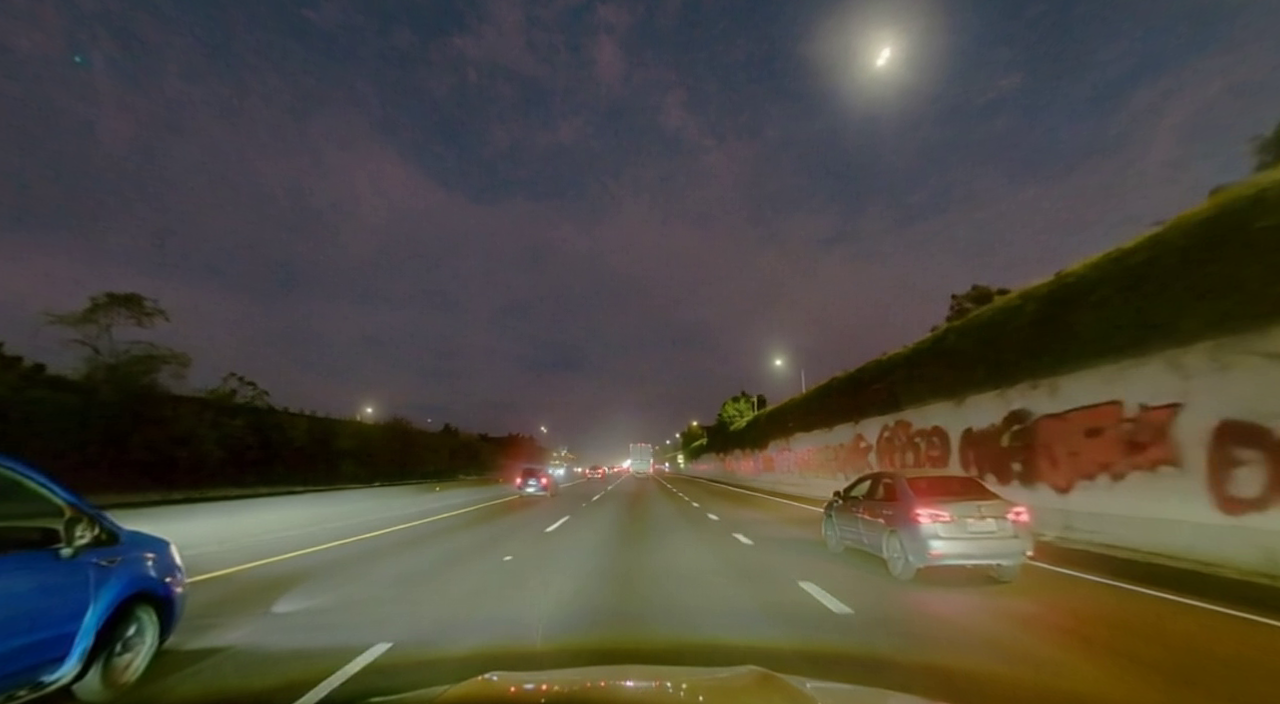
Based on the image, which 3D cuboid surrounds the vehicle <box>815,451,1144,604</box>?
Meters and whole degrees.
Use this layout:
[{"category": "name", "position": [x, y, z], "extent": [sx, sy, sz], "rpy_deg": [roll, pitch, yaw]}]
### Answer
[{"category": "vehicle", "position": [3.930, 2.120, 8.347], "extent": [1.917, 1.458, 4.199], "rpy_deg": [1, -11, -1]}]

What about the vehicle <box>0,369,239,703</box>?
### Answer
[{"category": "vehicle", "position": [-3.397, 0.697, 1.410], "extent": [2.004, 1.610, 4.508], "rpy_deg": [1, -11, 0]}]

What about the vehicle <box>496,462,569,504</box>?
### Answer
[{"category": "vehicle", "position": [-4.052, 5.026, 24.412], "extent": [2.054, 1.443, 4.131], "rpy_deg": [0, -10, 0]}]
